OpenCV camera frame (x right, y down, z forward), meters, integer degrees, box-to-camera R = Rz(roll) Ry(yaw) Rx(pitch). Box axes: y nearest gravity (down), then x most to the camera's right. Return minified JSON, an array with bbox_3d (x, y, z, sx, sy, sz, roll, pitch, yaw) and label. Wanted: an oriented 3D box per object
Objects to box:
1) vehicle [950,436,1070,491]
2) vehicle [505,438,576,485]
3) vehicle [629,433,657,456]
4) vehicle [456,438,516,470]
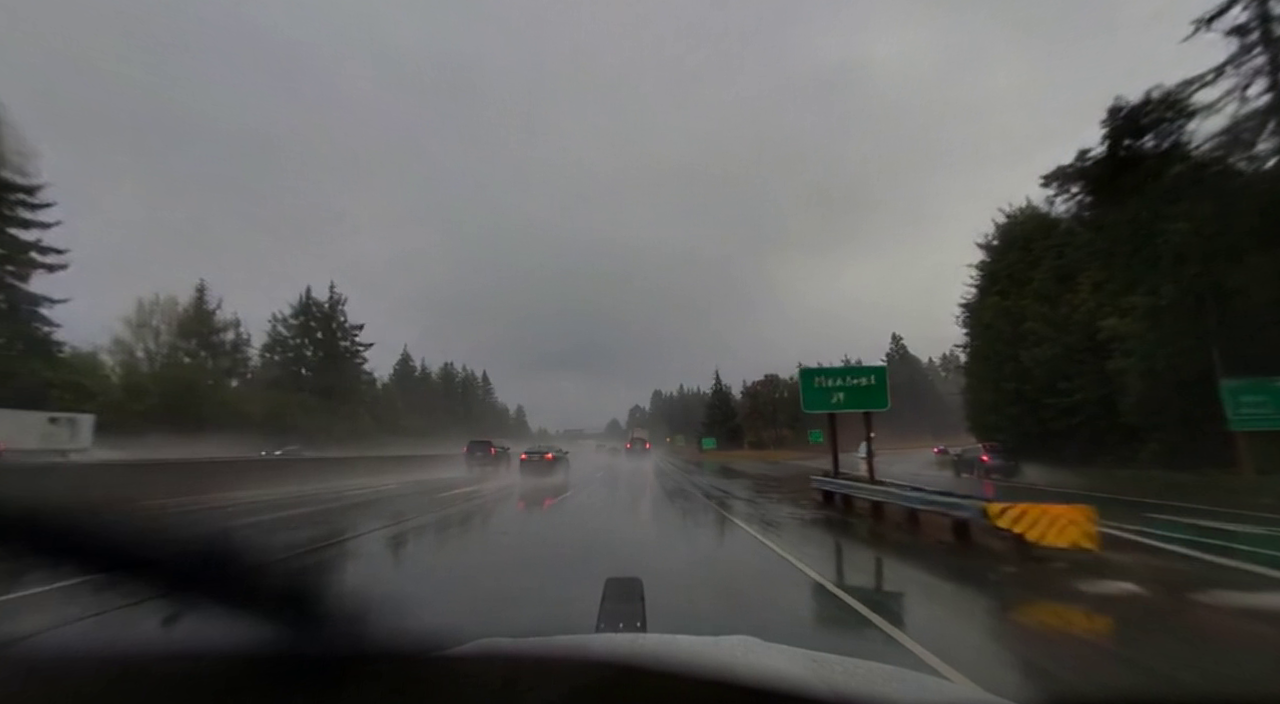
[{"bbox_3d":[13.680,4.144,23.714,2.200,1.827,4.822,-2,-9,10],"label":"vehicle"},{"bbox_3d":[-3.857,4.323,25.177,2.094,1.695,4.260,0,-9,1],"label":"vehicle"},{"bbox_3d":[0.269,7.342,49.830,2.146,1.687,4.341,0,-9,1],"label":"vehicle"},{"bbox_3d":[-10.383,6.953,43.105,2.519,2.029,6.180,0,-9,1],"label":"vehicle"}]
